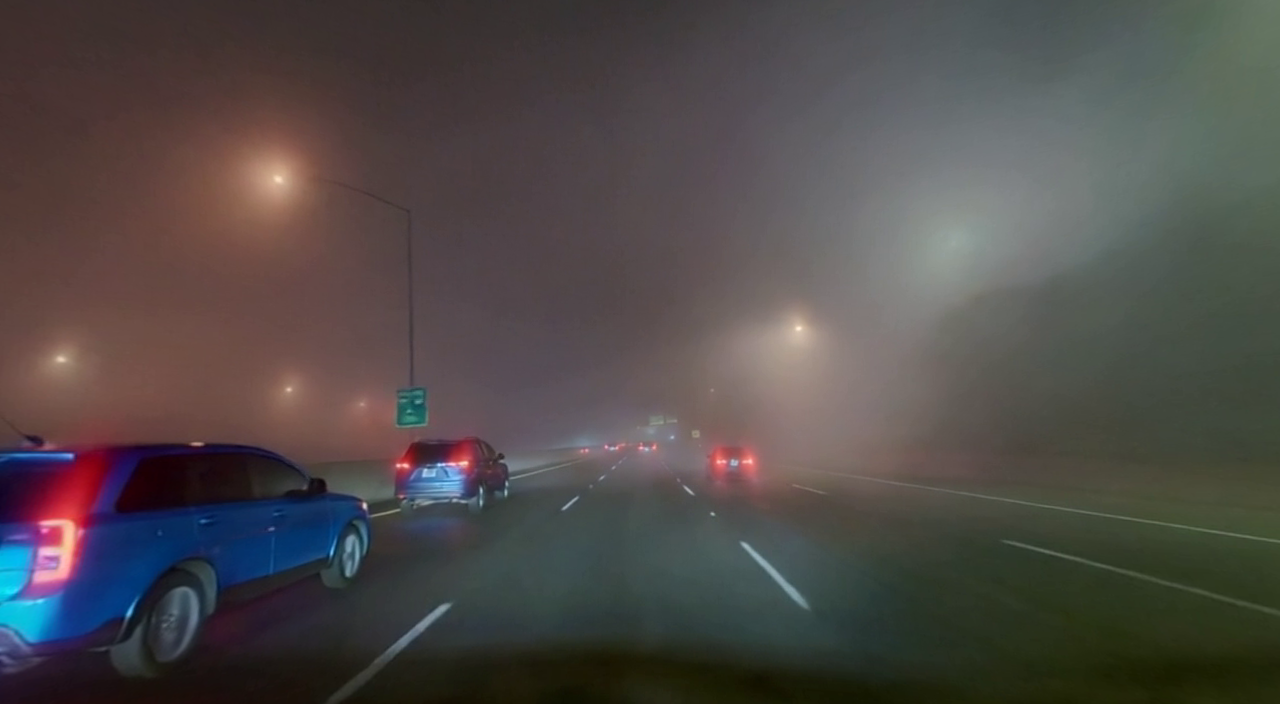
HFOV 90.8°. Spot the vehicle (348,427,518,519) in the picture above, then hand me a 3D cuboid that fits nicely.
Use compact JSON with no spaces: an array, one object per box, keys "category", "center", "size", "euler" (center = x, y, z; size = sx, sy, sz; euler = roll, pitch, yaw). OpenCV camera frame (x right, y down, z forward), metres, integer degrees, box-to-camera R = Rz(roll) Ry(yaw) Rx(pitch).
[{"category":"vehicle","center":[-4.147,2.486,13.507],"size":[2.193,1.641,4.077],"euler":[0,-8,1]}]

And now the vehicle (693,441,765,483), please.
[{"category":"vehicle","center":[3.320,4.195,24.347],"size":[2.083,1.453,4.307],"euler":[0,-8,-1]}]
